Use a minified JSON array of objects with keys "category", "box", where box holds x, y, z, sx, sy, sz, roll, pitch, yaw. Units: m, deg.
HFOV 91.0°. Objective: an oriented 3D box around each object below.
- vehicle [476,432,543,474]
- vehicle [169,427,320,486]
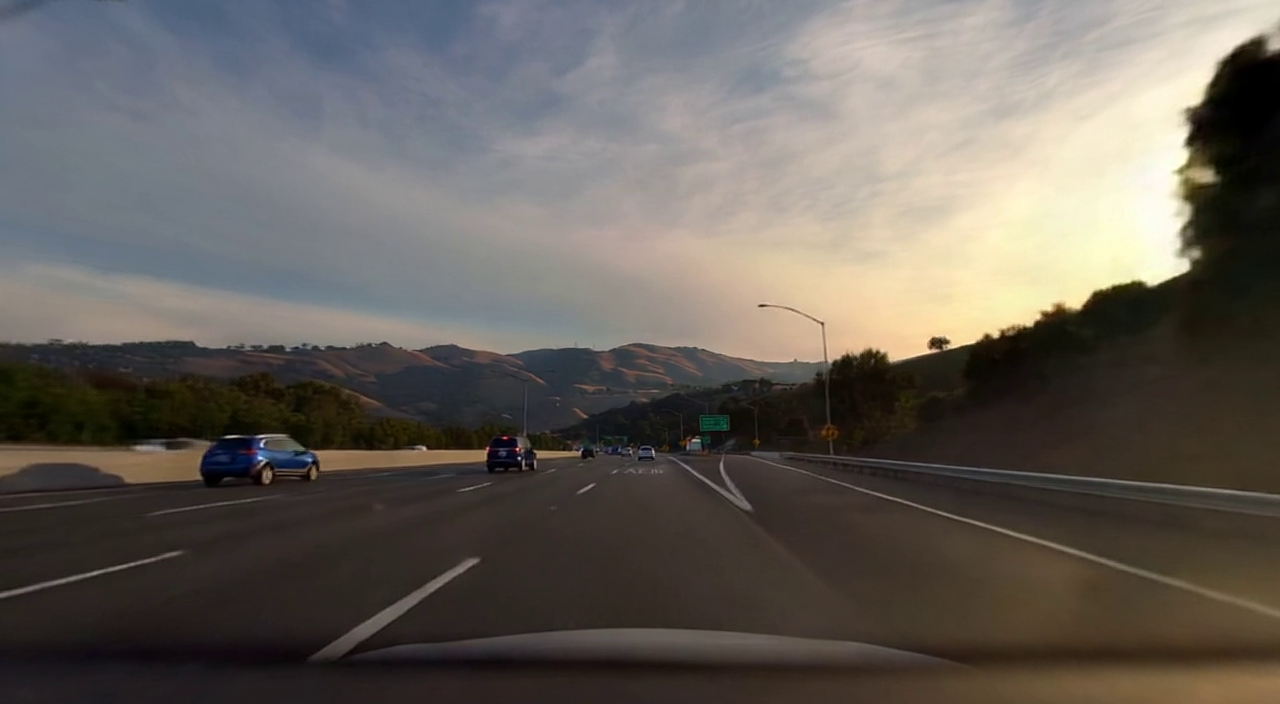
[{"category":"vehicle","box":[-6.542,5.166,32.213,2.219,1.947,4.924,0,-9,1]},{"category":"vehicle","box":[-13.766,3.694,22.404,2.079,1.822,4.893,0,-9,1]}]
